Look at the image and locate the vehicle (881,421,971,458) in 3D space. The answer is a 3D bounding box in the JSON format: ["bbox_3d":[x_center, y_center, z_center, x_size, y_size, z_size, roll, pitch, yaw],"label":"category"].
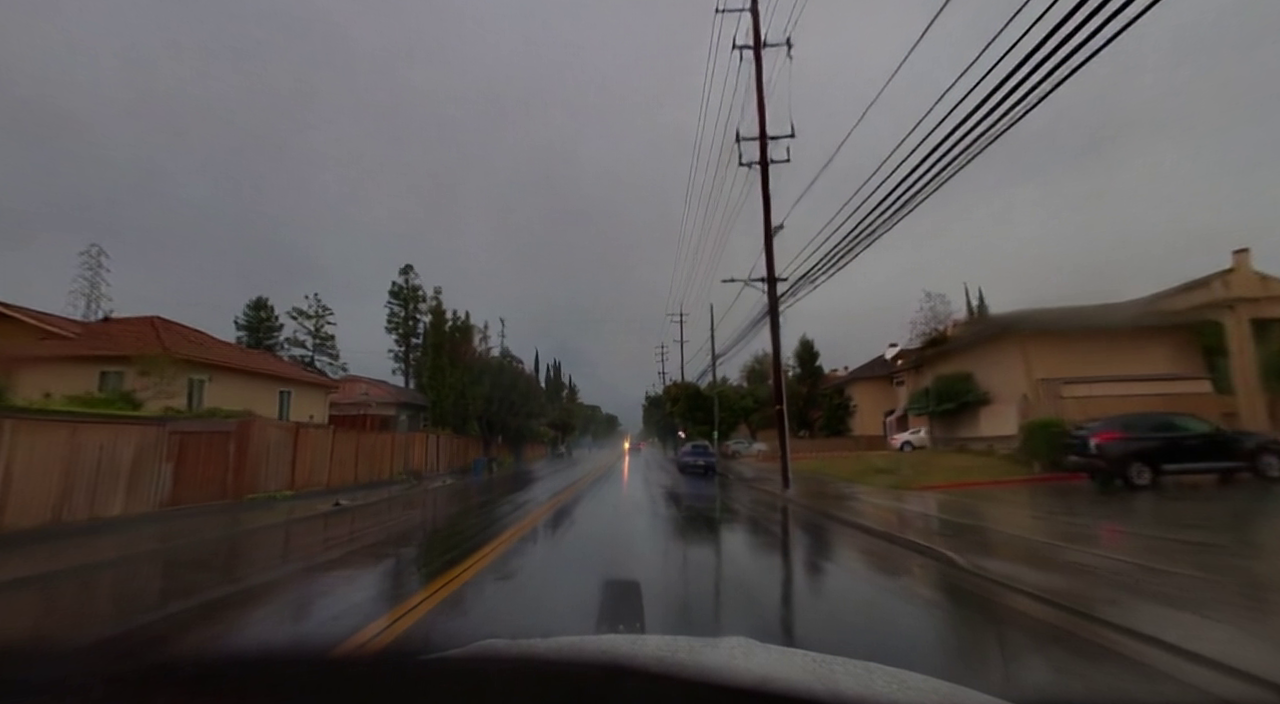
[{"bbox_3d":[17.860,5.486,39.627,4.457,1.780,2.170,-5,-8,-1],"label":"vehicle"}]

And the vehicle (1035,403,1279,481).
[{"bbox_3d":[12.701,2.198,15.375,4.701,1.745,2.083,-1,-9,3],"label":"vehicle"}]

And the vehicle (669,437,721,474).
[{"bbox_3d":[2.696,5.221,31.937,2.108,1.710,4.499,0,-9,-1],"label":"vehicle"}]
